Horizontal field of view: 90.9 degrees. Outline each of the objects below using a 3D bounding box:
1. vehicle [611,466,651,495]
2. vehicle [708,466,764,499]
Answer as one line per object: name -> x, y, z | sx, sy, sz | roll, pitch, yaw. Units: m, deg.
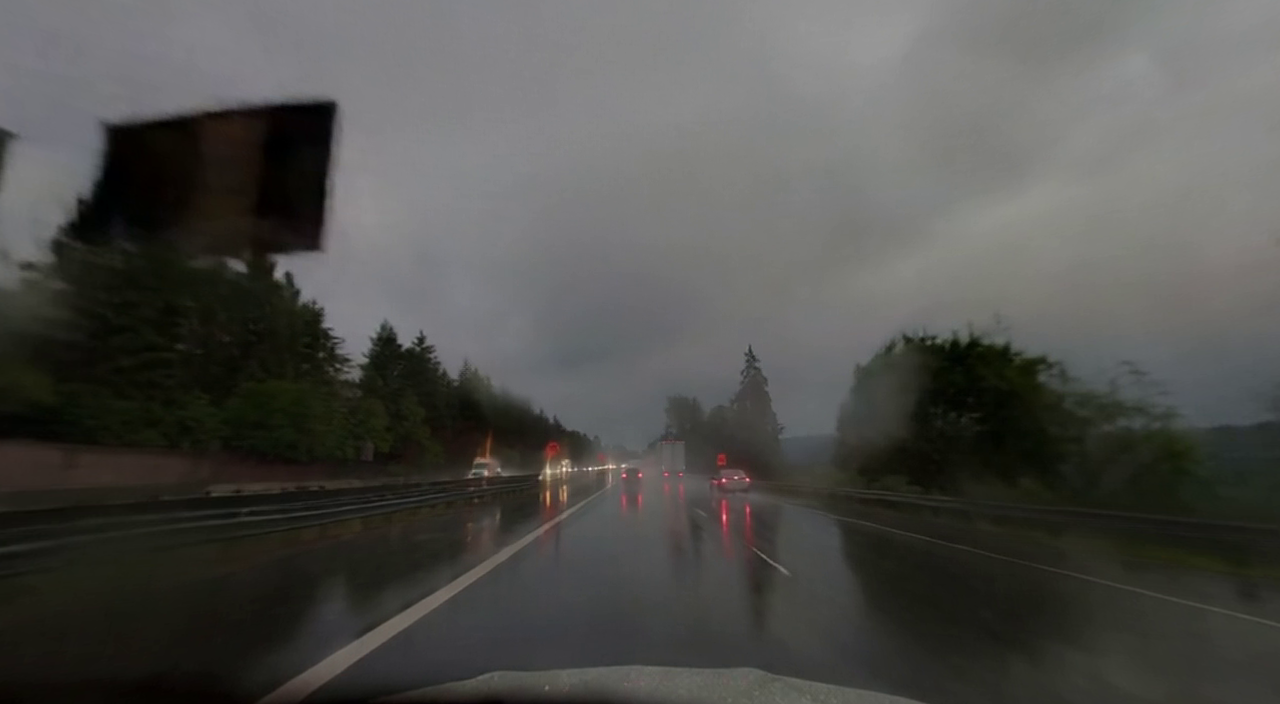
vehicle -> -0.455, 6.898, 34.061 | 2.010, 1.436, 3.973 | 1, -10, 0
vehicle -> 4.662, 6.413, 31.217 | 1.897, 1.476, 4.334 | 1, -10, -2
